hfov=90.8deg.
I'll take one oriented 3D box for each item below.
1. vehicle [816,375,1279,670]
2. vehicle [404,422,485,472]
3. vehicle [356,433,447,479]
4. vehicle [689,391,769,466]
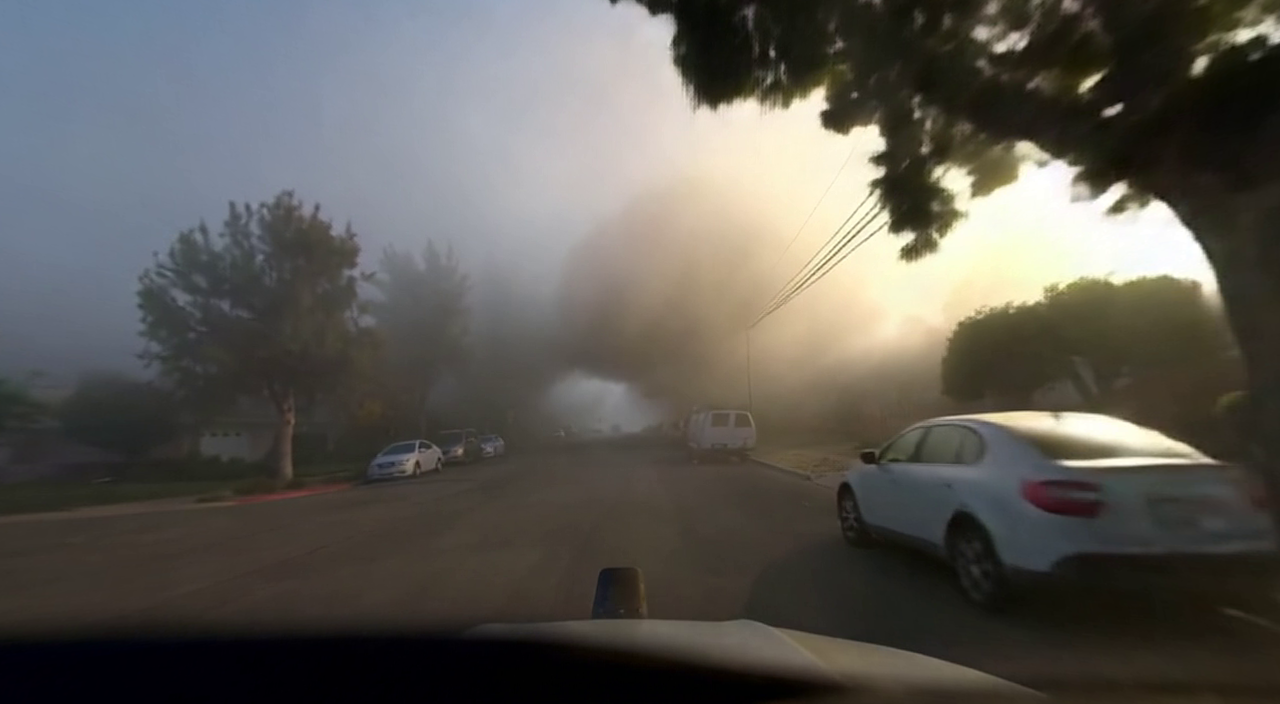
[{"bbox_3d":[3.562,1.338,6.173,2.079,1.681,4.933,0,-8,-2],"label":"vehicle"},{"bbox_3d":[-8.594,4.181,28.214,2.163,1.841,4.679,-6,-7,-2],"label":"vehicle"},{"bbox_3d":[-8.423,3.704,22.707,1.821,1.476,4.060,0,-8,-3],"label":"vehicle"},{"bbox_3d":[3.056,2.785,22.588,2.233,2.453,3.787,0,-8,-1],"label":"vehicle"}]
